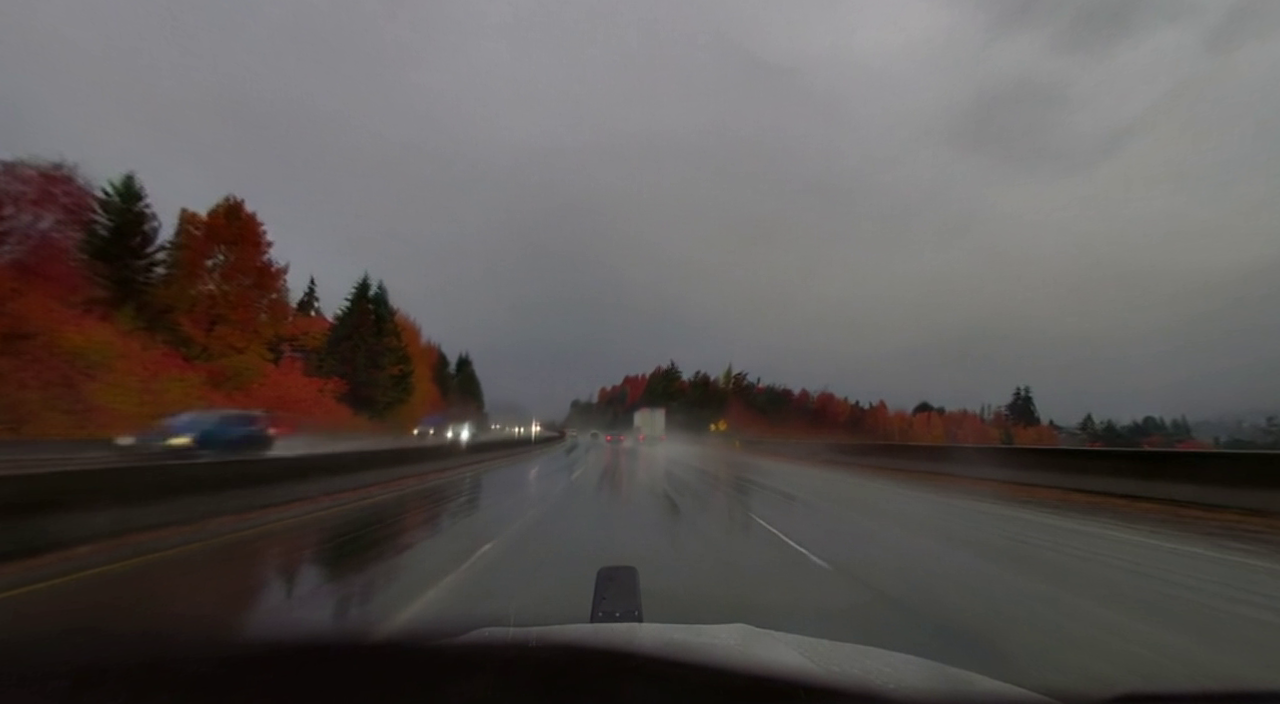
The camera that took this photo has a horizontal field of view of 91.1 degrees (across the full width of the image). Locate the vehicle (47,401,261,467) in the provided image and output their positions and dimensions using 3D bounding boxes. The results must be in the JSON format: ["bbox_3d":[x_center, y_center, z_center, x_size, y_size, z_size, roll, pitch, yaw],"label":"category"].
[{"bbox_3d":[-12.850,2.238,17.158,2.180,1.540,4.653,0,-8,-1],"label":"vehicle"}]
